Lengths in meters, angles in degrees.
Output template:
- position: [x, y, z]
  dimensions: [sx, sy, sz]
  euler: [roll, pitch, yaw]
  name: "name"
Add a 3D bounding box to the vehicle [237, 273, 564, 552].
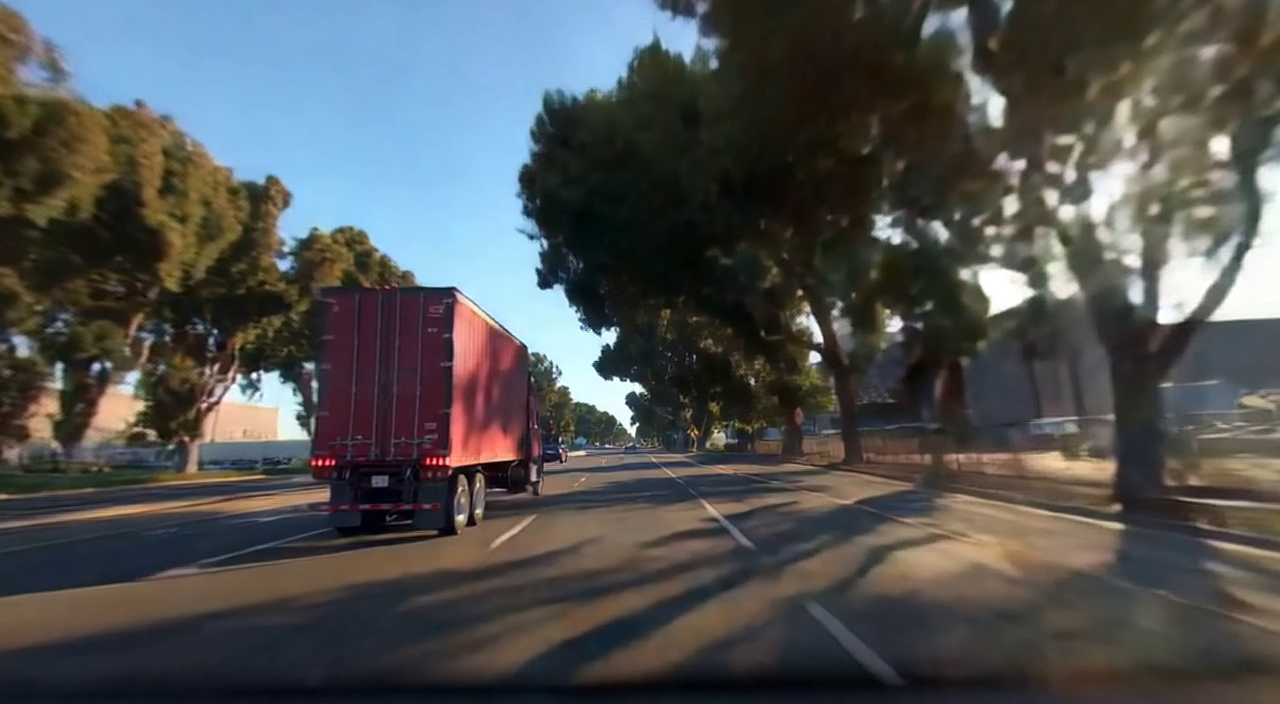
- position: [-3.381, 1.302, 11.932]
  dimensions: [2.910, 3.419, 8.376]
  euler: [0, -8, 0]
  name: "vehicle"
